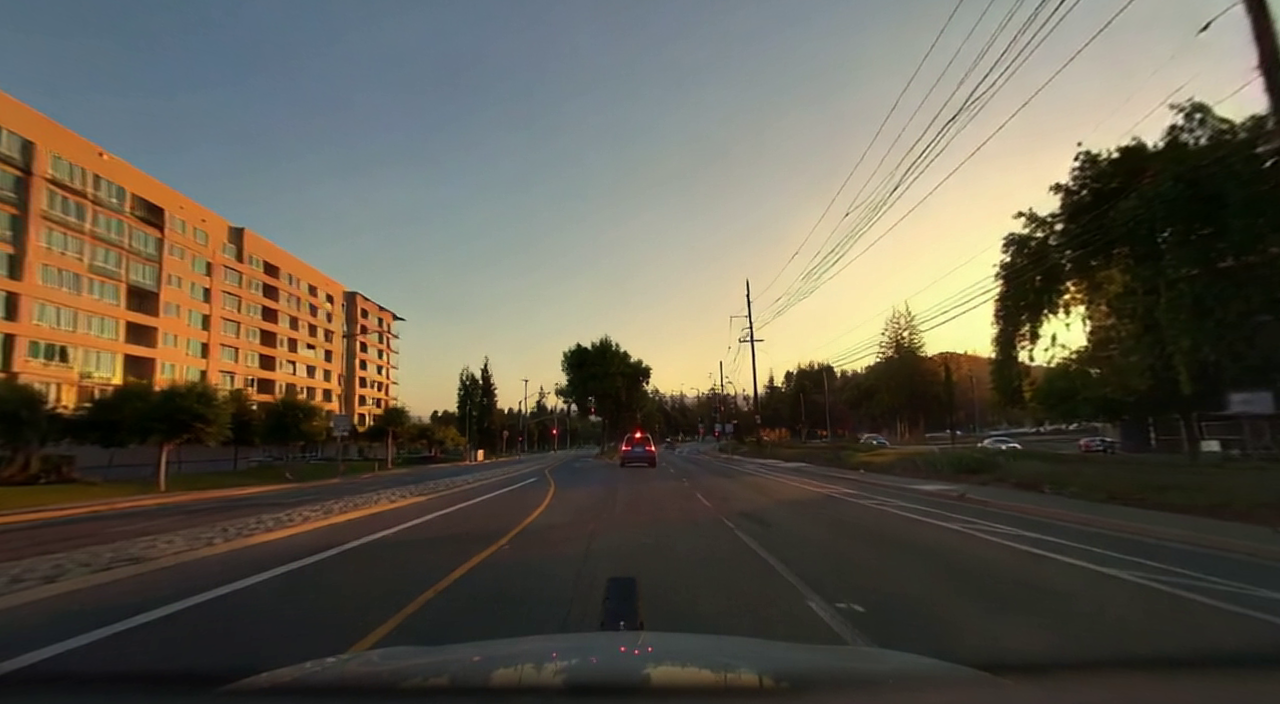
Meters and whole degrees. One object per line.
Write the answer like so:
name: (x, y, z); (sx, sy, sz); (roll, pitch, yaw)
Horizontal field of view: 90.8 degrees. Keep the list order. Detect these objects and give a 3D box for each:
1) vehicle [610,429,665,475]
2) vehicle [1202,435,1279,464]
vehicle: (-0.114, 4.275, 27.122); (2.189, 1.776, 4.342); (0, -9, 0)
vehicle: (31.137, 4.941, 32.120); (1.610, 1.397, 3.842); (-1, -9, 2)
